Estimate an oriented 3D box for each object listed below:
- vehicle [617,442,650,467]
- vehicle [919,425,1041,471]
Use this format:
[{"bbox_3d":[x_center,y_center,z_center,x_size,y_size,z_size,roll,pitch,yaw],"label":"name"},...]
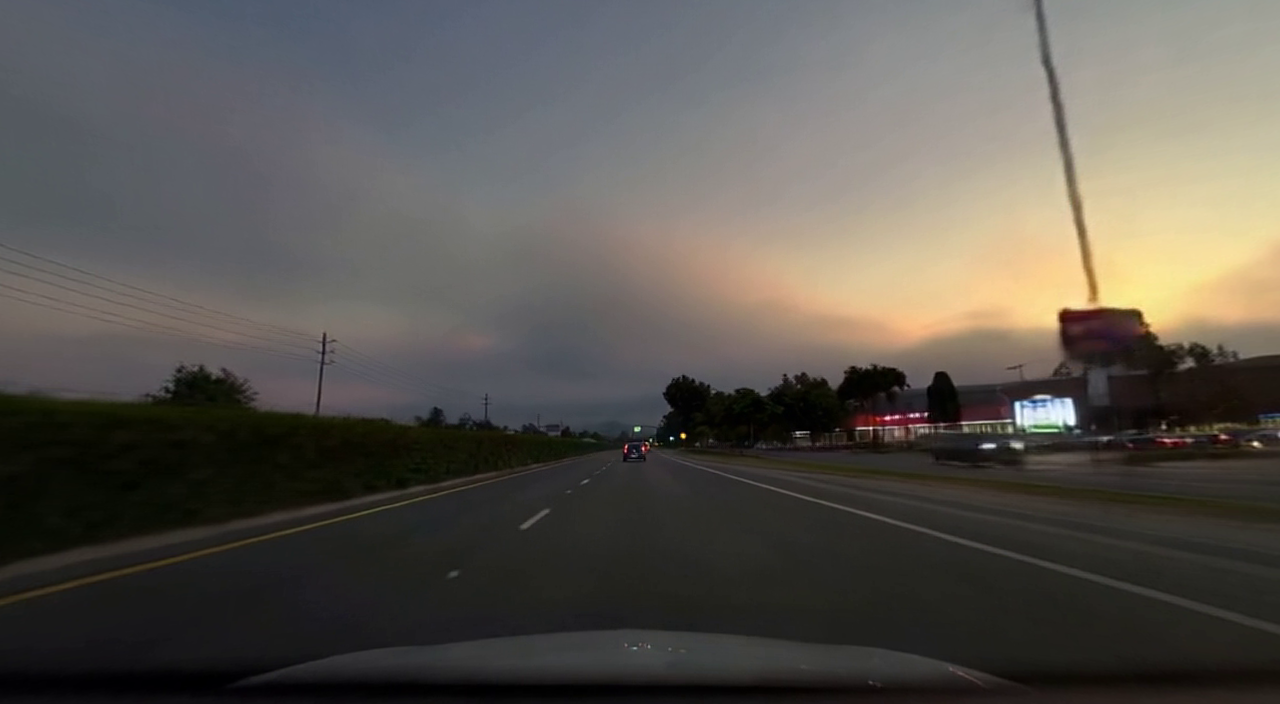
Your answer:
[{"bbox_3d":[-0.438,6.978,43.010,2.110,1.555,4.431,0,-9,-1],"label":"vehicle"},{"bbox_3d":[16.100,4.637,30.373,2.328,1.970,5.972,0,-9,-2],"label":"vehicle"}]
